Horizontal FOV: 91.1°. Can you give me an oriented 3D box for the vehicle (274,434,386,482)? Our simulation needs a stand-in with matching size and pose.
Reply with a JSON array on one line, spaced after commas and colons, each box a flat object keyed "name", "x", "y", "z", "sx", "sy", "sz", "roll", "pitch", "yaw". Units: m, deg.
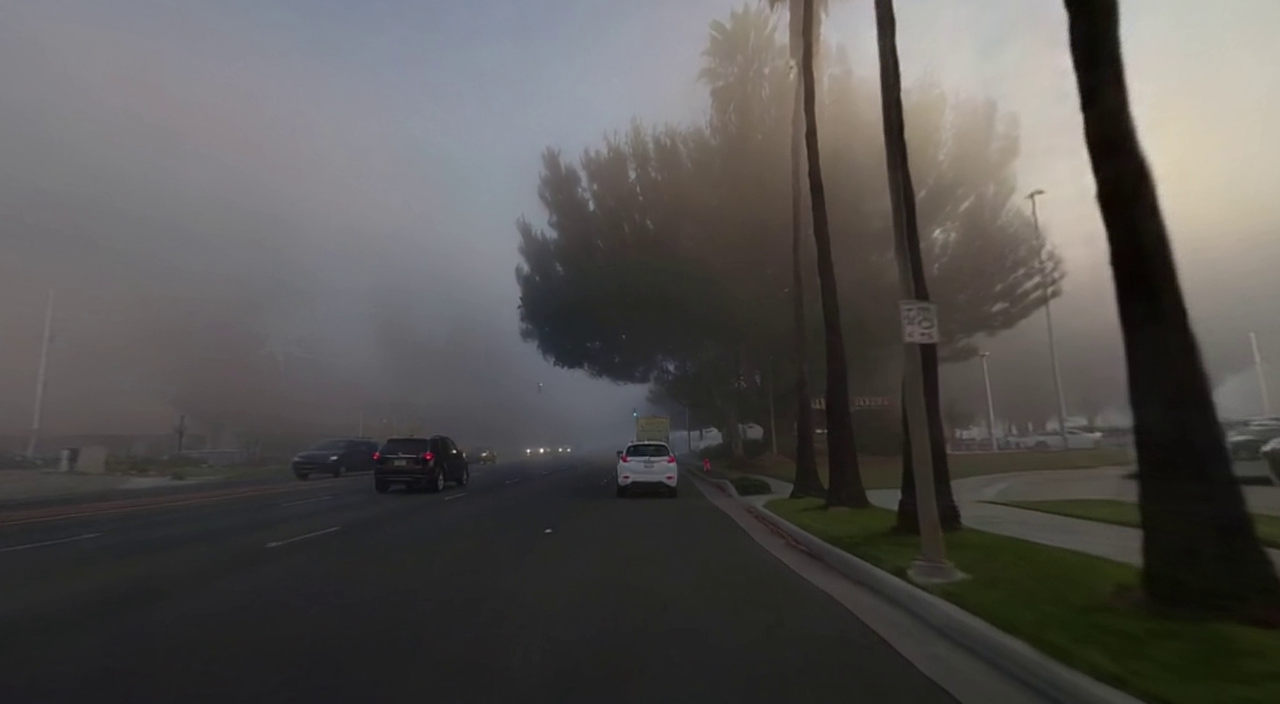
[{"name": "vehicle", "x": -13.084, "y": 4.487, "z": 26.980, "sx": 2.128, "sy": 1.818, "sz": 5.441, "roll": 0, "pitch": -8, "yaw": -1}]

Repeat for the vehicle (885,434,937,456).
[{"name": "vehicle", "x": 20.242, "y": 6.942, "z": 46.837, "sx": 1.952, "sy": 1.501, "sz": 4.471, "roll": -8, "pitch": -12, "yaw": 44}]

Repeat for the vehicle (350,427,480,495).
[{"name": "vehicle", "x": -6.316, "y": 3.113, "z": 18.254, "sx": 2.057, "sy": 1.705, "sz": 4.394, "roll": 0, "pitch": -8, "yaw": 1}]

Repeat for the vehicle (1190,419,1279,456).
[{"name": "vehicle", "x": 29.219, "y": 4.056, "z": 29.687, "sx": 4.445, "sy": 1.664, "sz": 1.878, "roll": 0, "pitch": -9, "yaw": 3}]

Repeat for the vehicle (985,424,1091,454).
[{"name": "vehicle", "x": 26.413, "y": 5.762, "z": 41.688, "sx": 5.769, "sy": 1.925, "sz": 2.364, "roll": 1, "pitch": -8, "yaw": -11}]

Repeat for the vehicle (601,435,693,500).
[{"name": "vehicle", "x": 0.192, "y": 3.026, "z": 16.912, "sx": 2.145, "sy": 1.483, "sz": 4.453, "roll": 0, "pitch": -8, "yaw": 1}]
